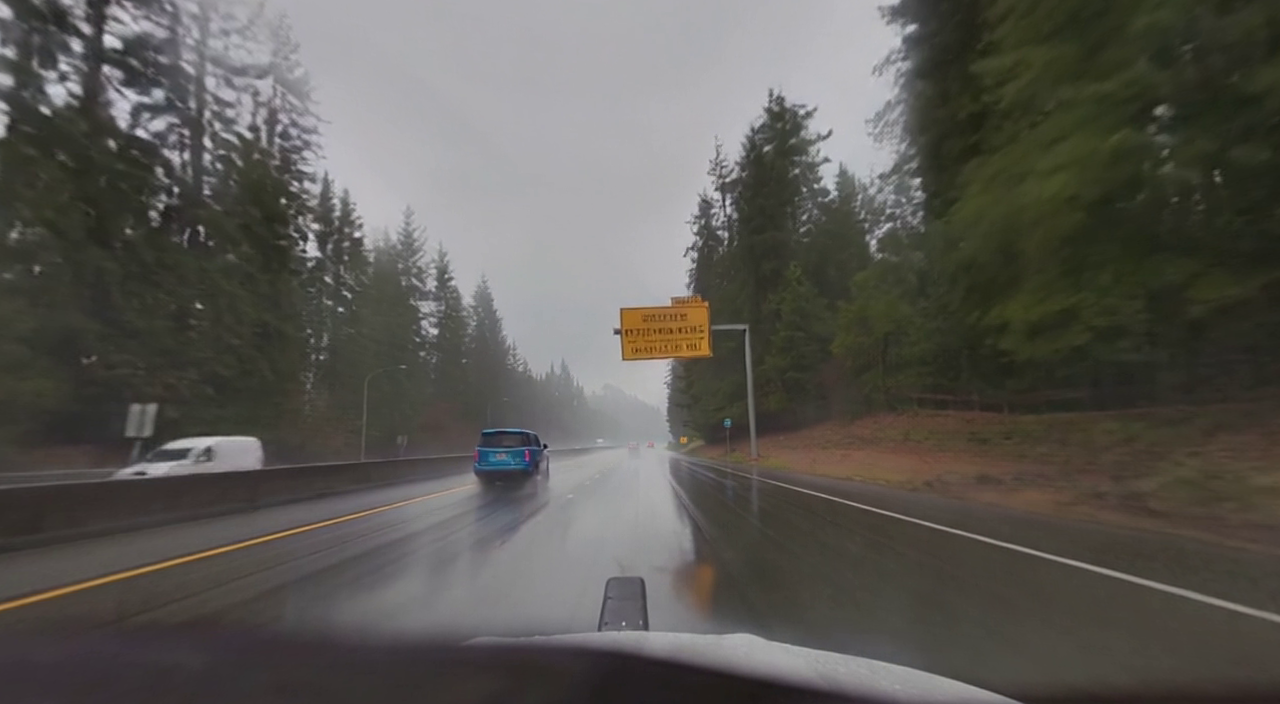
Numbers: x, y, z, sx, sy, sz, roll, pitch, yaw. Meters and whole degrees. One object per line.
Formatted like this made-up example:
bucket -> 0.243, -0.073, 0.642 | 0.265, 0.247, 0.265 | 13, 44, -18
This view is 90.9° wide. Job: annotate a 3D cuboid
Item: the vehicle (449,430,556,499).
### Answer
vehicle -> -3.848, 3.221, 18.531 | 2.084, 1.752, 4.479 | 0, -8, 1
